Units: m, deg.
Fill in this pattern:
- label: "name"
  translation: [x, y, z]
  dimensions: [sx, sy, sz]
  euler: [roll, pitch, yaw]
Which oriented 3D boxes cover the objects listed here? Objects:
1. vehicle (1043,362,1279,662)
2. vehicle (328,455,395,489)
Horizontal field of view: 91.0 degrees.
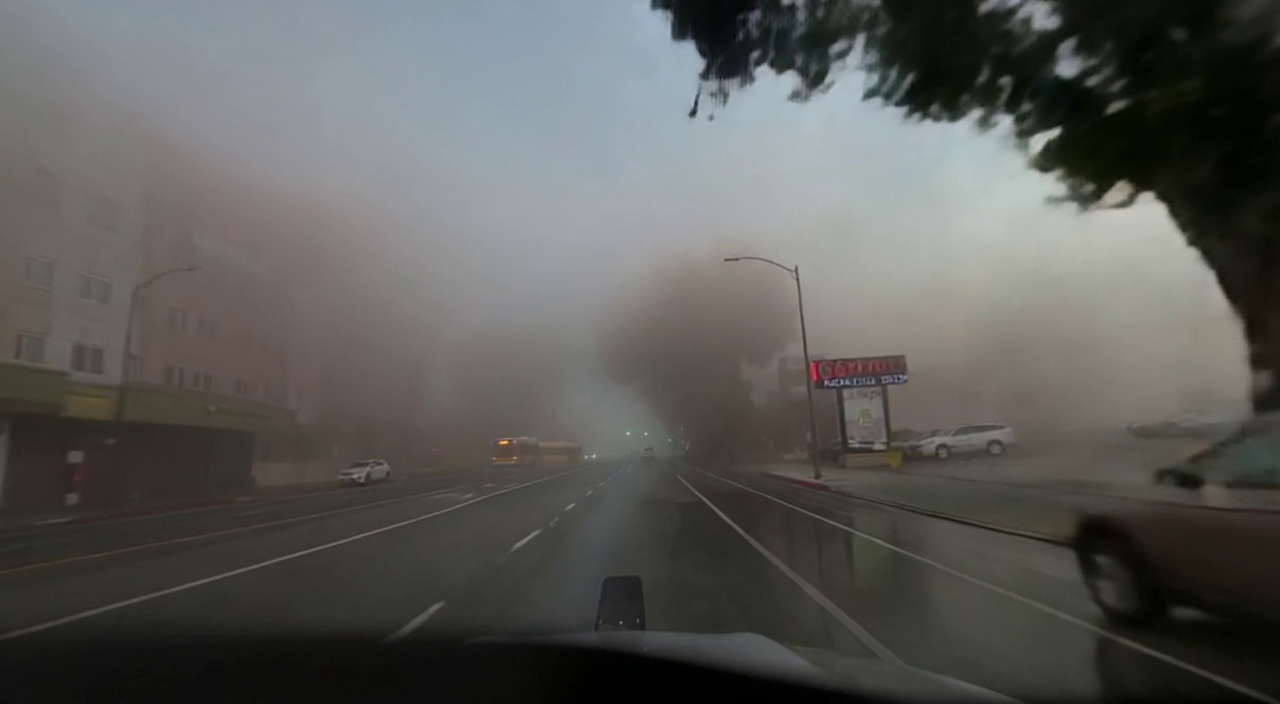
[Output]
- label: "vehicle"
  translation: [5.055, 0.929, 3.486]
  dimensions: [2.241, 1.832, 5.234]
  euler: [0, -8, 1]
- label: "vehicle"
  translation: [-17.020, 7.316, 38.736]
  dimensions: [1.896, 1.844, 4.620]
  euler: [0, -8, 1]
